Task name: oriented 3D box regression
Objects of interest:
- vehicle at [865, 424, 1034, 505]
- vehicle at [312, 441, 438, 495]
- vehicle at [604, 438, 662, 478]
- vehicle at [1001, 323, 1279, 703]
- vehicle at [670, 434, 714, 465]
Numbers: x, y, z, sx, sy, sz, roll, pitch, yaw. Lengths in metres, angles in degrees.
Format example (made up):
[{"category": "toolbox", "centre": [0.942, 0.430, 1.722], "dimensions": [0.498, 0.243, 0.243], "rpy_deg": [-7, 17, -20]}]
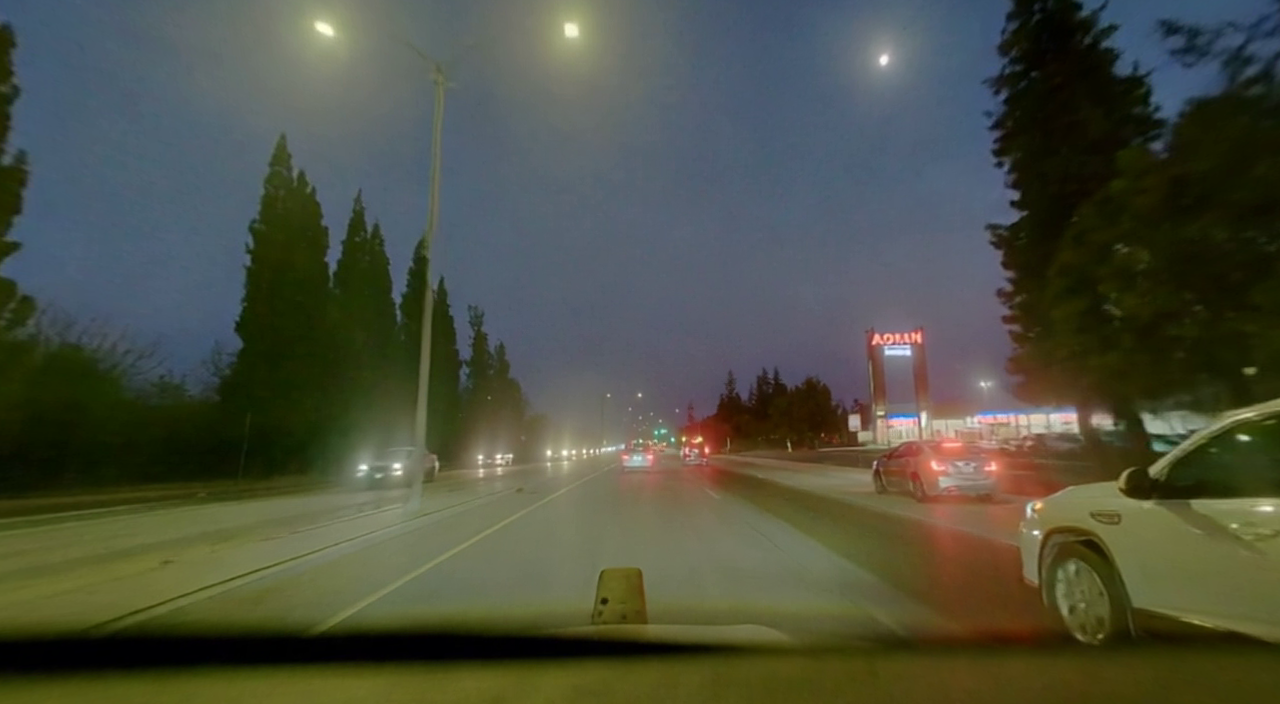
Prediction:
[{"category": "vehicle", "centre": [7.656, 2.814, 16.159], "dimensions": [2.090, 1.768, 4.407], "rpy_deg": [0, -8, 0]}, {"category": "vehicle", "centre": [-8.698, 3.812, 21.145], "dimensions": [2.082, 1.588, 4.710], "rpy_deg": [0, -8, 1]}, {"category": "vehicle", "centre": [-0.258, 4.558, 27.191], "dimensions": [2.315, 1.563, 4.080], "rpy_deg": [0, -8, 0]}, {"category": "vehicle", "centre": [3.495, 0.706, 1.897], "dimensions": [2.090, 1.763, 4.560], "rpy_deg": [0, -8, 0]}, {"category": "vehicle", "centre": [3.726, 7.164, 46.257], "dimensions": [2.716, 2.131, 5.766], "rpy_deg": [0, -8, 0]}]
